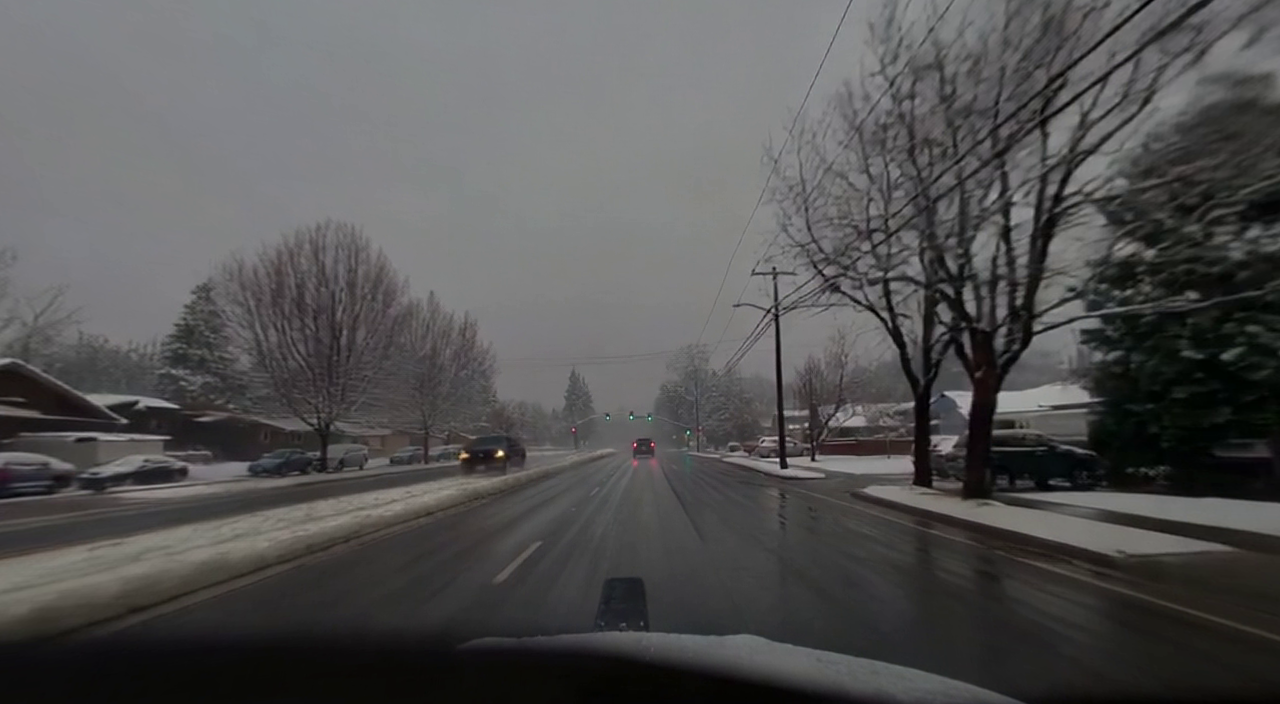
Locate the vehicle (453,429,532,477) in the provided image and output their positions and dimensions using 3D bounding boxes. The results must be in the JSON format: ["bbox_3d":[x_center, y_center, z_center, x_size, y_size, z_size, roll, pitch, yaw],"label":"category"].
[{"bbox_3d":[-6.429,4.463,28.095,2.273,1.952,4.599,0,-8,2],"label":"vehicle"}]

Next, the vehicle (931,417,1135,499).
[{"bbox_3d":[11.284,3.096,18.756,2.392,2.063,5.213,1,-8,-5],"label":"vehicle"}]

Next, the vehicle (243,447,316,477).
[{"bbox_3d":[-20.176,6.159,35.472,1.764,1.570,3.910,0,-8,0],"label":"vehicle"}]

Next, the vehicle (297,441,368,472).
[{"bbox_3d":[-20.218,6.891,41.692,2.047,1.898,5.032,0,-8,1],"label":"vehicle"}]

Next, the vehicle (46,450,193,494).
[{"bbox_3d":[-20.496,4.708,25.137,1.812,1.501,4.632,0,-8,1],"label":"vehicle"}]
